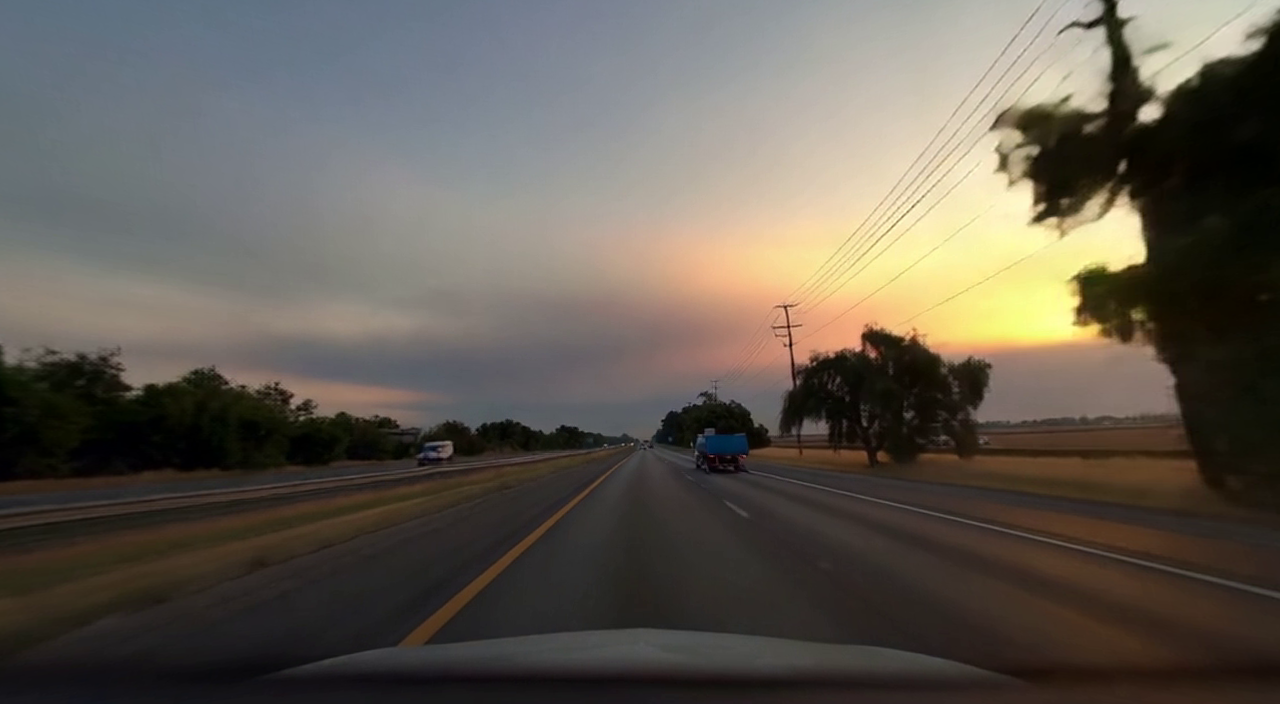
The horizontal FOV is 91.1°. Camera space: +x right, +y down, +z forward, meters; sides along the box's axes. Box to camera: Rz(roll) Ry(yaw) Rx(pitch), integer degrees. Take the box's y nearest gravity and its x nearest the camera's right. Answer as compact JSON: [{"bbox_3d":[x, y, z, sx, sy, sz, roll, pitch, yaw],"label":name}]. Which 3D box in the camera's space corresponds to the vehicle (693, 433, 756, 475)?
[{"bbox_3d":[3.953,4.909,30.397,2.228,1.852,5.449,0,-8,-1],"label":"vehicle"}]
